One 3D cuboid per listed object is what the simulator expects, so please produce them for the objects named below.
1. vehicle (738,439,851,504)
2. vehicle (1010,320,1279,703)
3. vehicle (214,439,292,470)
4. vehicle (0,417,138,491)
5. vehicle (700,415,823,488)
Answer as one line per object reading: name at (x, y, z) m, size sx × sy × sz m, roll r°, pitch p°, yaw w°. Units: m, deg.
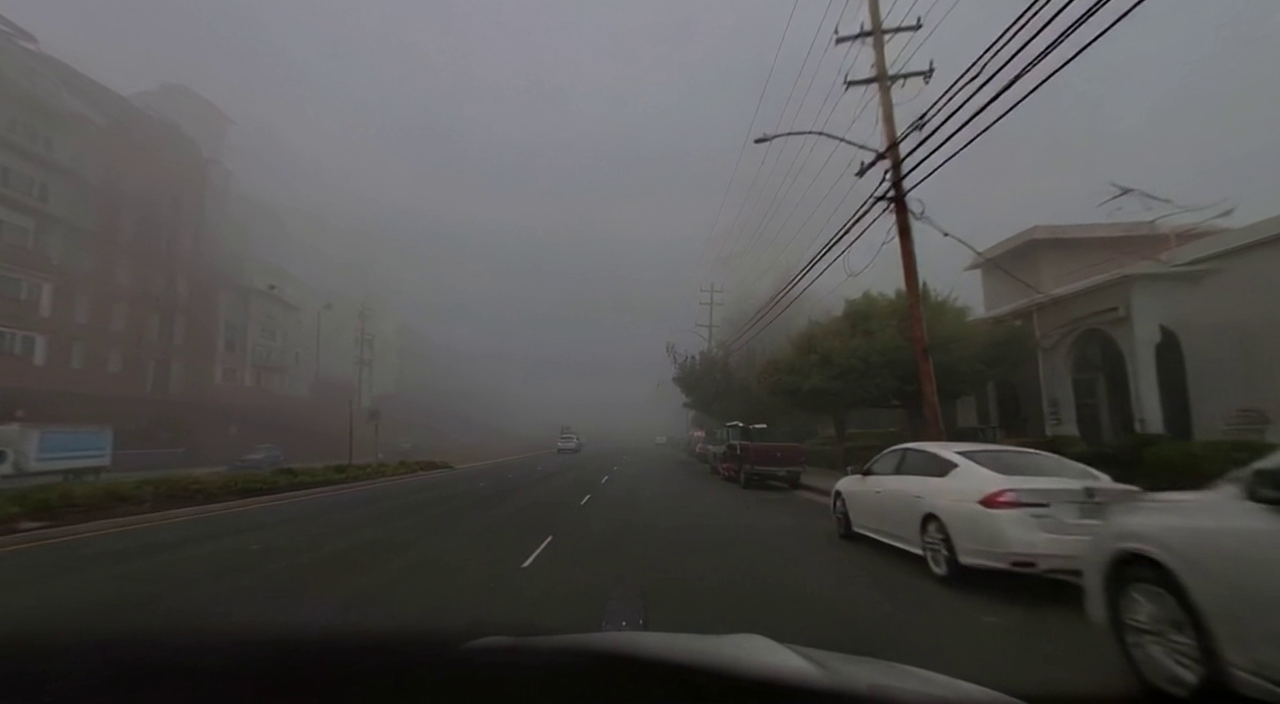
vehicle at (3.462, 2.717, 14.670) m, size 1.869 × 1.325 × 2.994 m, roll 0°, pitch -8°, yaw 1°
vehicle at (3.482, 0.688, 1.679) m, size 2.188 × 1.810 × 4.883 m, roll -1°, pitch -8°, yaw 3°
vehicle at (-25.456, 6.737, 41.701) m, size 2.052 × 1.862 × 4.816 m, roll 0°, pitch -8°, yaw 1°
vehicle at (-25.749, 4.452, 27.825) m, size 2.223 × 2.895 × 5.824 m, roll 0°, pitch -8°, yaw 1°
vehicle at (3.479, 3.038, 19.505) m, size 2.546 × 1.897 × 5.717 m, roll 0°, pitch -8°, yaw -1°
